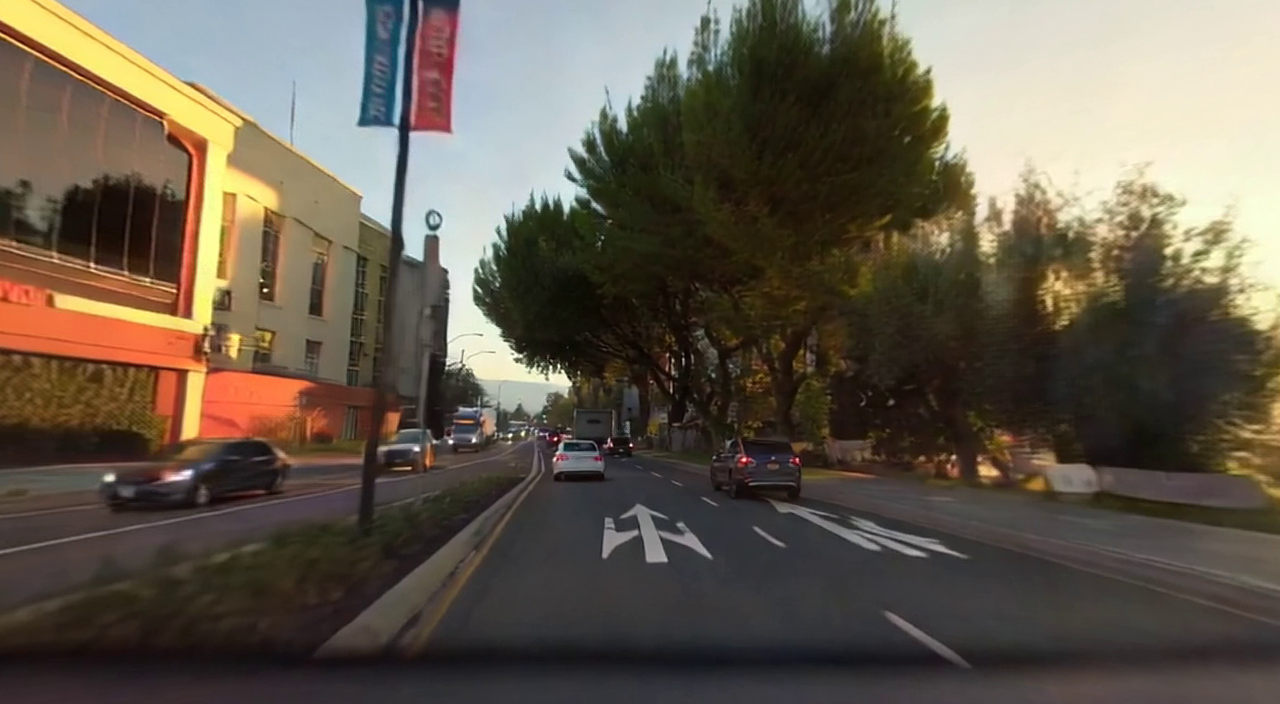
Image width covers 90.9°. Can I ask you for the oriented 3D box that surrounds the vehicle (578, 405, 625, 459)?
[{"bbox_3d":[-2.855,5.742,45.002,2.917,3.482,6.946,1,-8,-7],"label":"vehicle"}]

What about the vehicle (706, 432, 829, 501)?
[{"bbox_3d":[2.970,2.747,15.592,1.889,1.480,3.876,1,-8,-5],"label":"vehicle"}]

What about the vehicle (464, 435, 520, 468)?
[{"bbox_3d":[-7.366,4.952,31.754,2.026,1.520,4.475,1,-8,-4],"label":"vehicle"}]

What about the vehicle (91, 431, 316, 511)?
[{"bbox_3d":[-9.401,2.556,14.157,1.993,1.482,4.420,1,-8,-2],"label":"vehicle"}]

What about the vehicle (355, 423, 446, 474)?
[{"bbox_3d":[-10.343,4.204,27.709,2.165,1.966,5.251,1,-8,-3],"label":"vehicle"}]

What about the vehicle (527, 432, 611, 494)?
[{"bbox_3d":[-1.931,2.933,17.010,1.991,1.472,3.518,1,-8,-7],"label":"vehicle"}]
